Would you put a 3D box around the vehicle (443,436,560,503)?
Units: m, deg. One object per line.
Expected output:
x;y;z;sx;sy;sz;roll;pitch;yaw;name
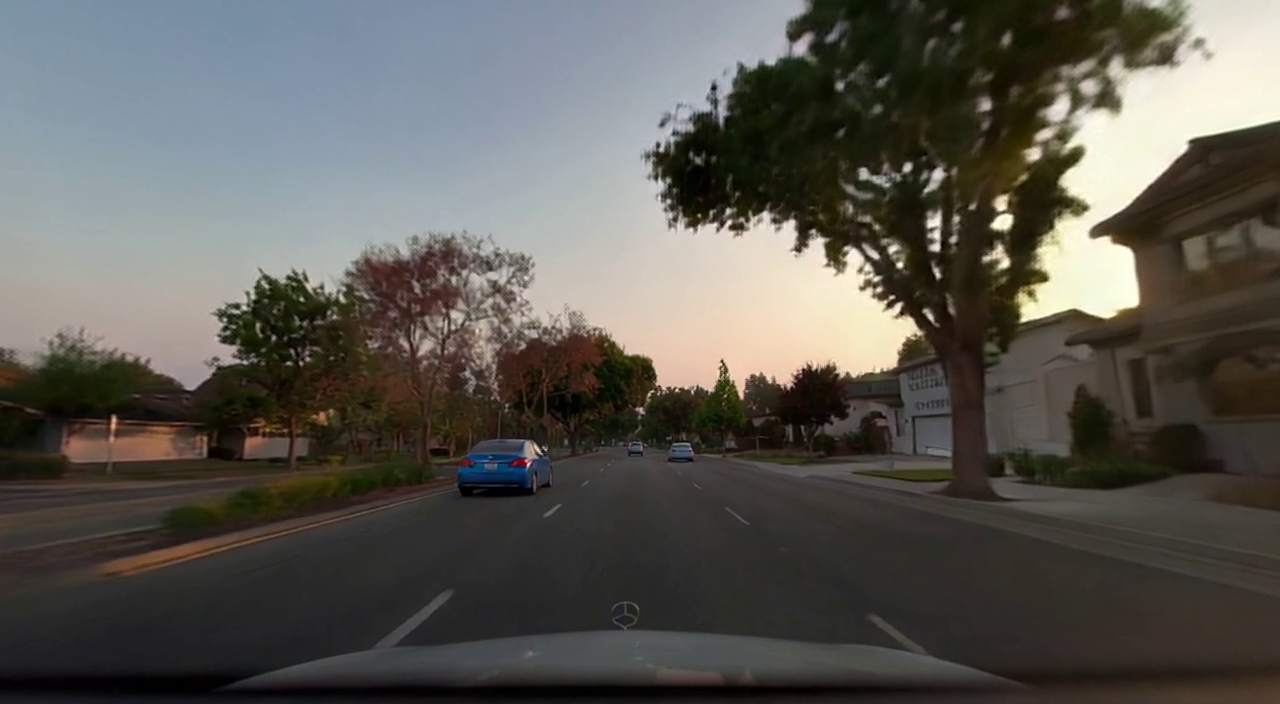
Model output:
-3.374;2.935;16.269;2.005;1.477;4.169;0;-8;1;vehicle
